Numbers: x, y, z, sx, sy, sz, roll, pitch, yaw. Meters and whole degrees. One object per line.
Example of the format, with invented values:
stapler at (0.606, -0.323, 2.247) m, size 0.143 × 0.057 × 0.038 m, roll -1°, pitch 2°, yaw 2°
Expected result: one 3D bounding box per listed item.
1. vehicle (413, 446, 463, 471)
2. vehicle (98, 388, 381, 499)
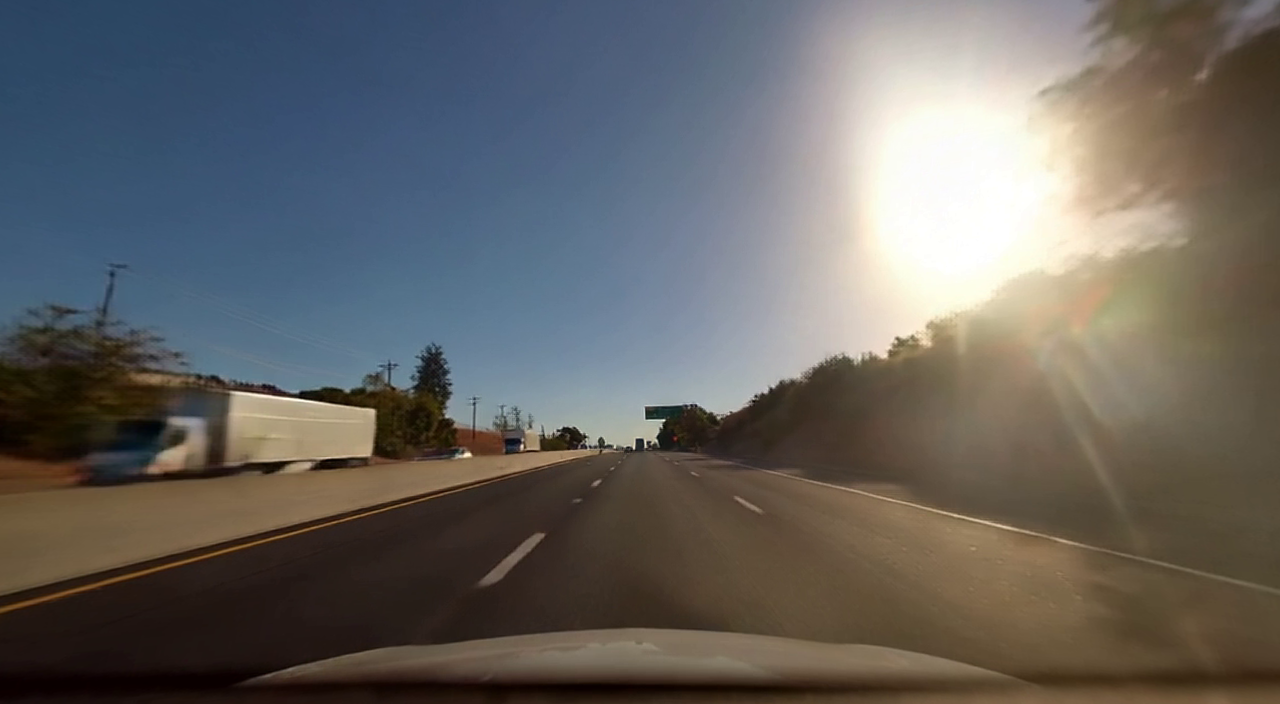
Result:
vehicle at (-13.788, 7.289, 43.125) m, size 1.905 × 1.587 × 4.385 m, roll 0°, pitch -8°, yaw 0°
vehicle at (-18.230, 4.592, 31.653) m, size 3.275 × 4.067 × 16.823 m, roll 0°, pitch -8°, yaw 0°
